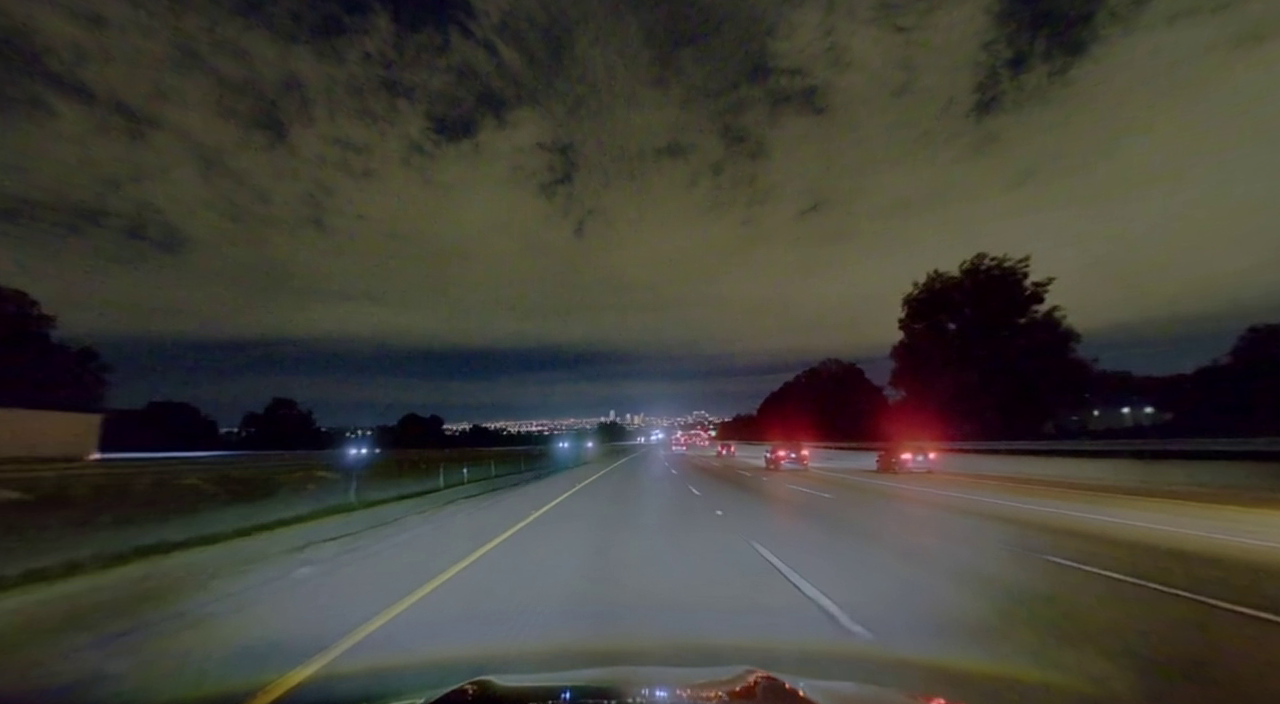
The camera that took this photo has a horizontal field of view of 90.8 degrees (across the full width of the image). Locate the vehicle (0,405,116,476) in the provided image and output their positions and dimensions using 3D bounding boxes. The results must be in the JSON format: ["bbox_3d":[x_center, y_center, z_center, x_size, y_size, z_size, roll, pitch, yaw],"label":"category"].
[{"bbox_3d":[-39.023,5.135,36.611,2.933,4.165,16.704,0,-9,1],"label":"vehicle"}]
